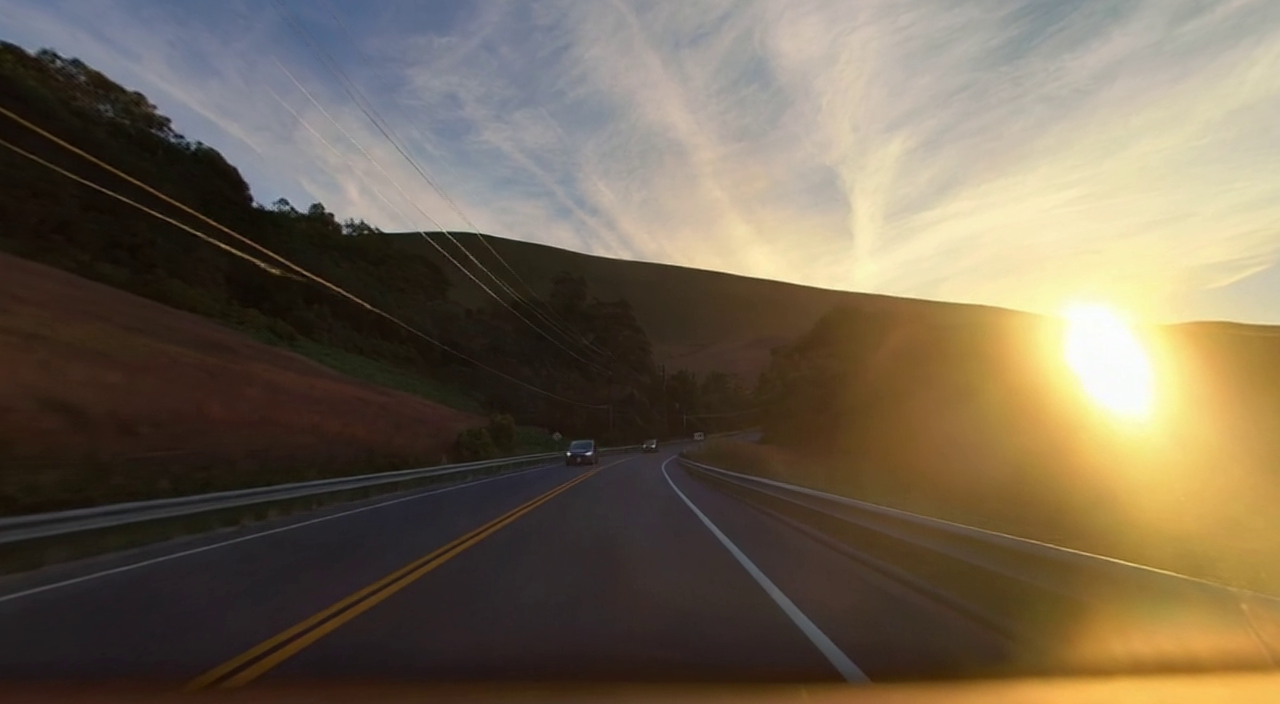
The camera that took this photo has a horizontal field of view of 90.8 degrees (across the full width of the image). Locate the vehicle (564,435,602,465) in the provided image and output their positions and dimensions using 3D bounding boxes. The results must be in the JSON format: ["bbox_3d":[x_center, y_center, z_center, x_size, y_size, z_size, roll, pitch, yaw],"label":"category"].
[{"bbox_3d":[-3.780,6.595,42.622,1.997,1.874,4.269,-1,-9,2],"label":"vehicle"}]
